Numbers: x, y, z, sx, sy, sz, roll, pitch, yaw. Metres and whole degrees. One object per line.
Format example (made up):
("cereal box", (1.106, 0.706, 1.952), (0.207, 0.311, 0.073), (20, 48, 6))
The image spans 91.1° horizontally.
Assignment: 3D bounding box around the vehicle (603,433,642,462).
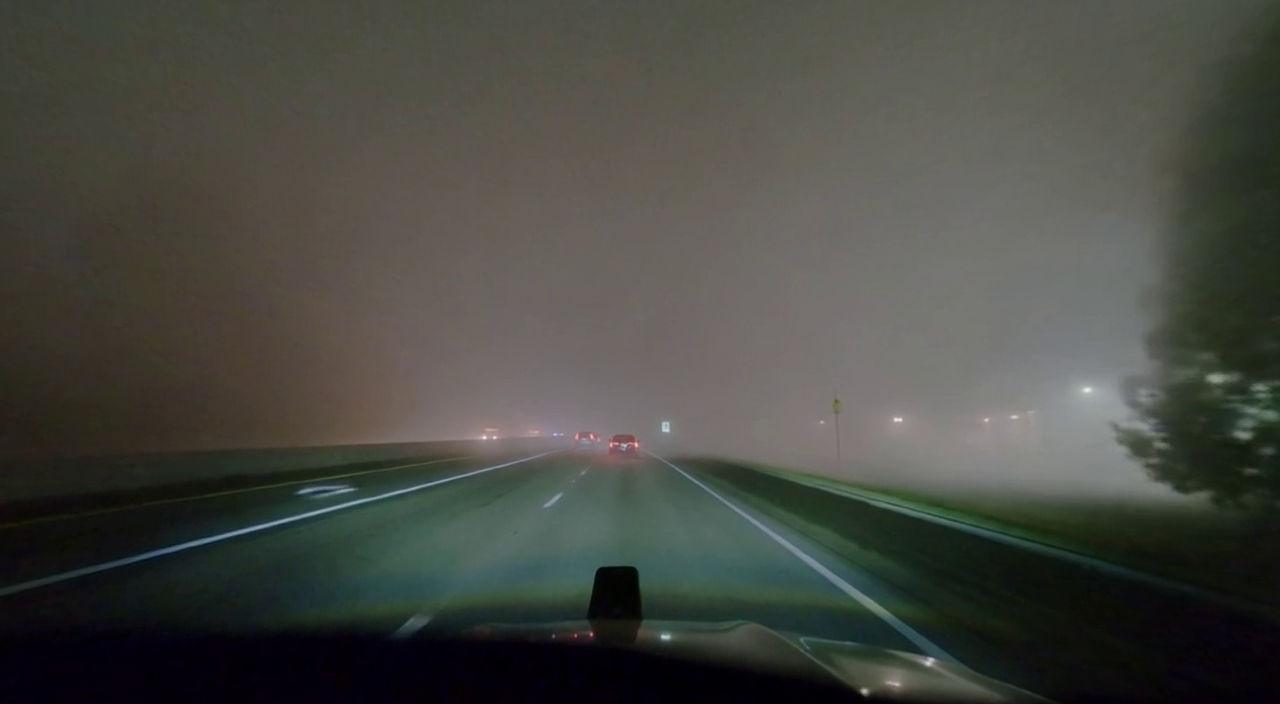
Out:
("vehicle", (-0.944, 5.066, 33.536), (1.948, 1.470, 3.913), (0, -8, -2))
